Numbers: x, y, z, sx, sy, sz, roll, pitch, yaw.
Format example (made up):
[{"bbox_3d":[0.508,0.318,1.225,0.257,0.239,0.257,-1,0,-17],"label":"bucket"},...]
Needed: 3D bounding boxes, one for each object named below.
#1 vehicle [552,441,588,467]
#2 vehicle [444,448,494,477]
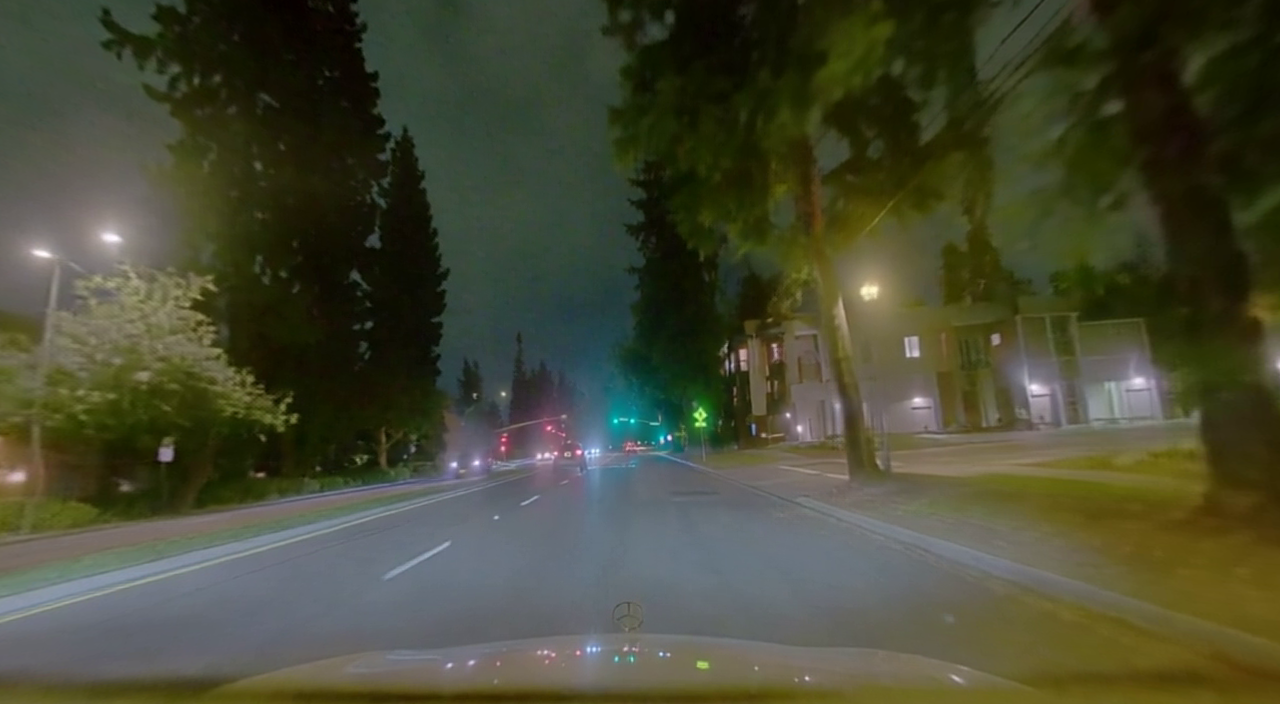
[{"bbox_3d":[-4.841,7.128,44.298,2.065,1.714,4.272,0,-8,0],"label":"vehicle"},{"bbox_3d":[-11.281,7.308,42.067,2.121,1.769,4.359,0,-8,0],"label":"vehicle"}]
